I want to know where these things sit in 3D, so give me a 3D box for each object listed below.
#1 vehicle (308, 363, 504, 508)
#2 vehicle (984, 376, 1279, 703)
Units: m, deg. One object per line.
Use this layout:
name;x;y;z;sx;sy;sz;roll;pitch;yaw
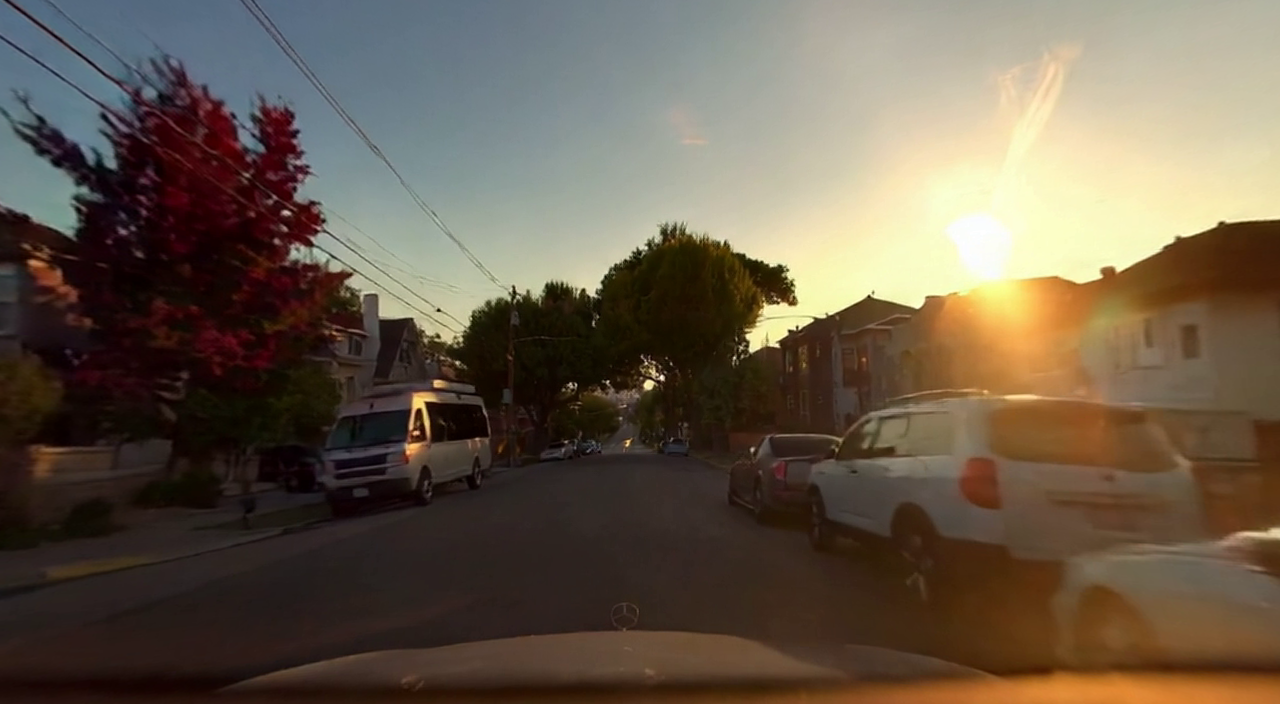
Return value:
vehicle;-6.680;2.490;19.597;3.115;3.562;7.695;-1;-6;0
vehicle;3.329;0.865;1.870;2.010;1.661;4.615;0;-9;0
